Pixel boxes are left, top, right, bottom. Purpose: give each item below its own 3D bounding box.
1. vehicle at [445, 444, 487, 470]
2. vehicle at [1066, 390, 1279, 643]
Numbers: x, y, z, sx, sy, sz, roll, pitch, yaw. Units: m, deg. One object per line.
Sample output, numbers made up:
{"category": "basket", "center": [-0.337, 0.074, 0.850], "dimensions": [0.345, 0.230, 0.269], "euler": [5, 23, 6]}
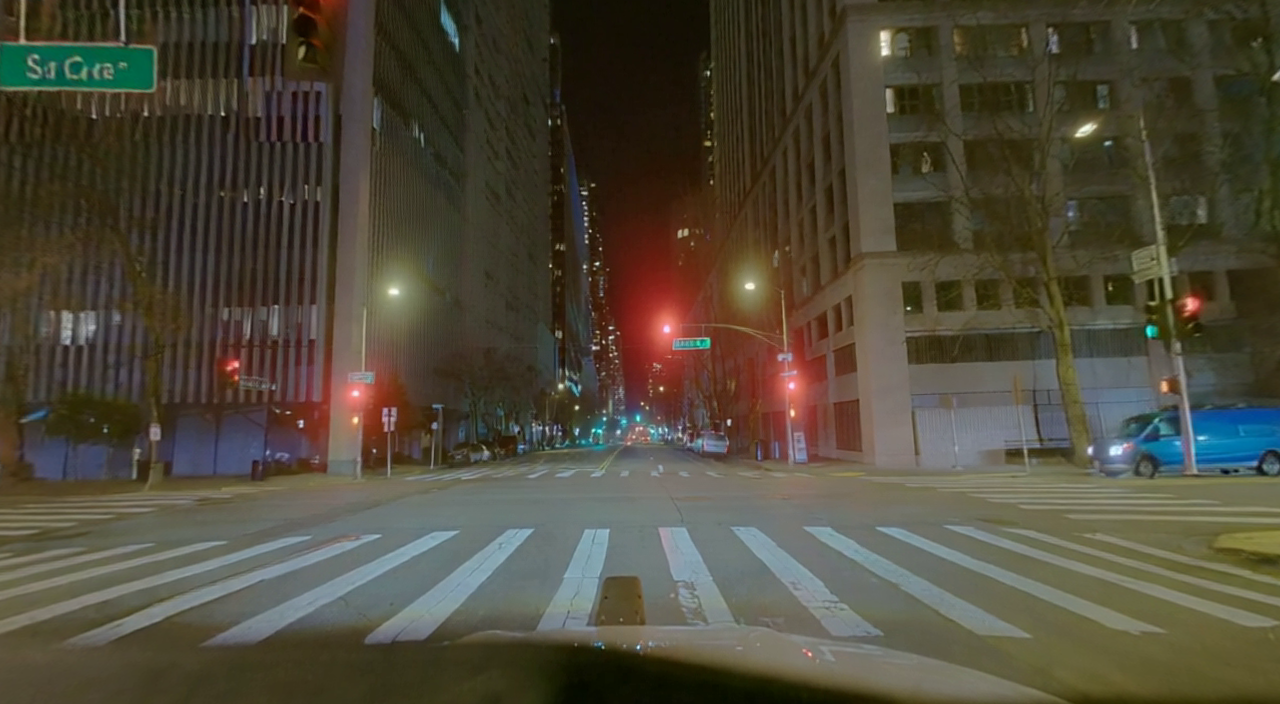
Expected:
{"category": "vehicle", "center": [-12.451, 7.506, 45.381], "dimensions": [1.935, 1.639, 4.244], "euler": [-3, -8, -2]}
{"category": "vehicle", "center": [5.651, 1.137, 4.241], "dimensions": [2.070, 1.804, 4.881], "euler": [0, -8, -1]}
